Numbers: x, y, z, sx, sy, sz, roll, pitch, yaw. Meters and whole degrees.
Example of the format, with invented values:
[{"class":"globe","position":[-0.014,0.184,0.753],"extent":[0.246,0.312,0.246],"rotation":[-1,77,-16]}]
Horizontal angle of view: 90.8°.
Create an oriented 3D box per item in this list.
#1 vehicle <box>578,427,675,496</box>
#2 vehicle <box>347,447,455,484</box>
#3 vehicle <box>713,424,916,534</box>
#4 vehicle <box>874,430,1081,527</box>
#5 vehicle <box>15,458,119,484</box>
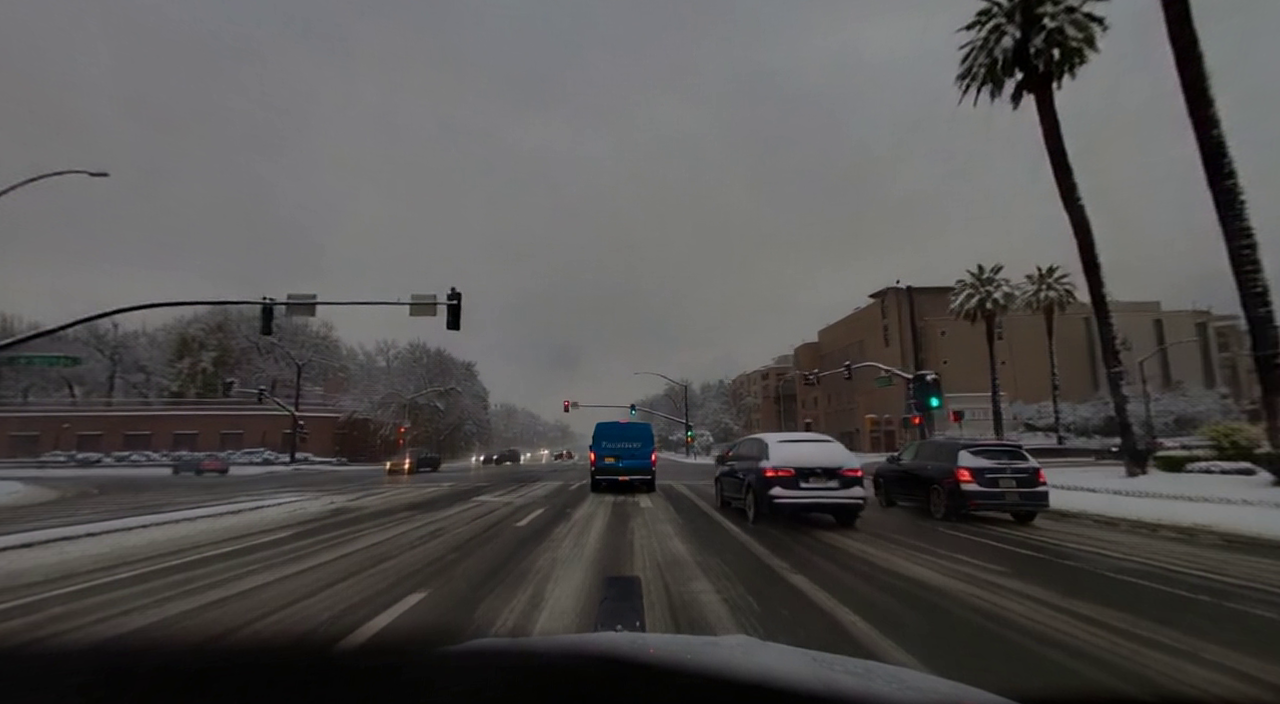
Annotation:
[{"class":"vehicle","position":[-0.522,3.655,21.478],"extent":[2.848,1.991,5.706],"rotation":[0,-9,-3]},{"class":"vehicle","position":[-11.500,5.405,30.418],"extent":[4.681,1.653,2.109],"rotation":[-4,-9,25]},{"class":"vehicle","position":[3.087,2.397,12.595],"extent":[2.462,1.736,4.899],"rotation":[0,-9,-2]},{"class":"vehicle","position":[7.124,2.696,14.041],"extent":[2.023,1.771,4.488],"rotation":[0,-9,-1]},{"class":"vehicle","position":[-38.627,8.000,42.722],"extent":[4.644,1.622,2.315],"rotation":[0,-9,-3]}]
